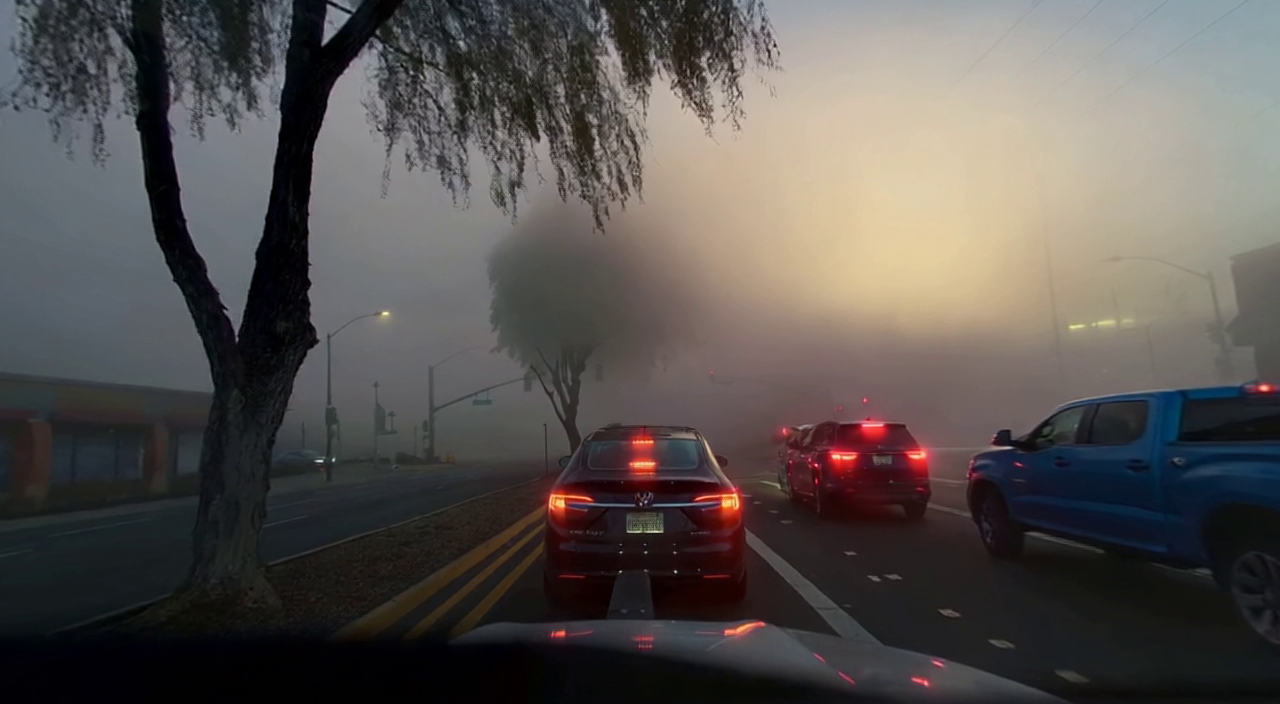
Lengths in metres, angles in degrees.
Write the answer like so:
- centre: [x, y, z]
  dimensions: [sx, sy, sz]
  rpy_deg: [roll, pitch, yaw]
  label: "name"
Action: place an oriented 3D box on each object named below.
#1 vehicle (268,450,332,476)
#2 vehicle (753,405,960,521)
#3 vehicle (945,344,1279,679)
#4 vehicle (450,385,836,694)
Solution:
- centre: [-24.078, 7.839, 44.871]
  dimensions: [1.798, 1.706, 4.385]
  rpy_deg: [-1, -8, 6]
  label: "vehicle"
- centre: [4.179, 2.283, 13.554]
  dimensions: [2.319, 1.930, 5.651]
  rpy_deg: [0, -8, -1]
  label: "vehicle"
- centre: [4.500, 1.064, 4.812]
  dimensions: [2.019, 1.803, 4.634]
  rpy_deg: [0, -8, 0]
  label: "vehicle"
- centre: [-0.014, 1.315, 5.528]
  dimensions: [2.116, 1.677, 3.948]
  rpy_deg: [0, -8, -1]
  label: "vehicle"
